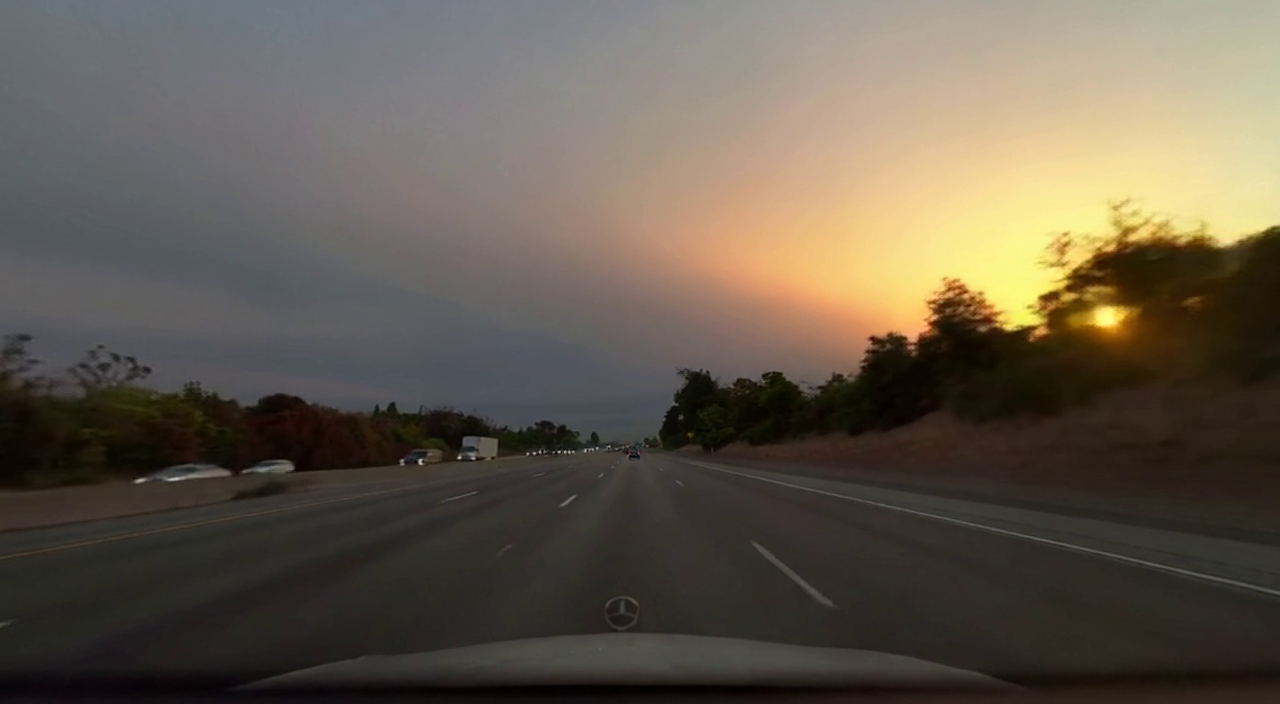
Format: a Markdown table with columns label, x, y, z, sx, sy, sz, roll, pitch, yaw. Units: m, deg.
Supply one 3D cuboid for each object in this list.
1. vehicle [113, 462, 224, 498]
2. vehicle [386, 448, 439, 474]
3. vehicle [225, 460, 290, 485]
| label | x | y | z | sx | sy | sz | roll | pitch | yaw |
| --- | --- | --- | --- | --- | --- | --- | --- | --- | --- |
| vehicle | -22.972 | 6.231 | 30.792 | 1.858 | 1.486 | 4.560 | 0 | -9 | 0 |
| vehicle | -15.775 | 7.576 | 43.745 | 2.106 | 1.697 | 4.344 | 0 | -9 | 0 |
| vehicle | -26.671 | 8.397 | 43.886 | 1.904 | 1.533 | 4.178 | 0 | -9 | -1 |
